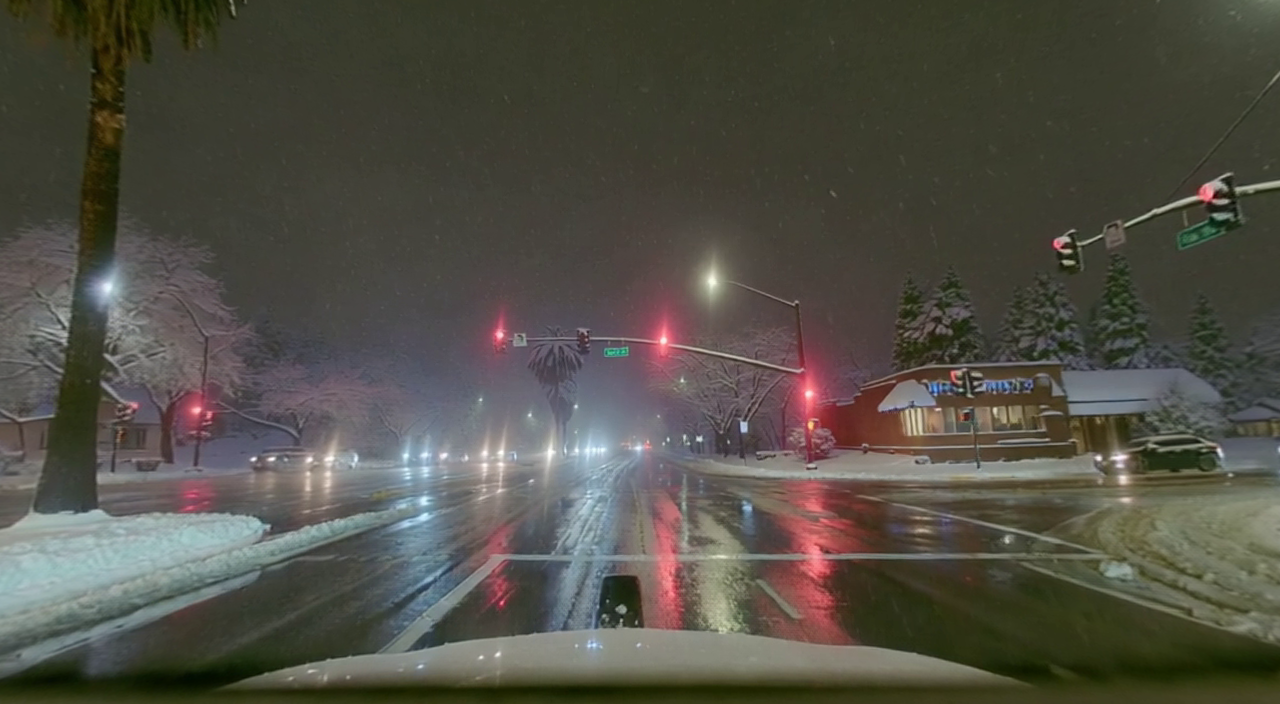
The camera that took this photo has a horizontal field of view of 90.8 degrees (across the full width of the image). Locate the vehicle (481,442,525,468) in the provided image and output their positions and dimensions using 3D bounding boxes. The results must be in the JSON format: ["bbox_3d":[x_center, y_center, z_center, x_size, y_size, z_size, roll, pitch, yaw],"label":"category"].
[{"bbox_3d":[-9.688,7.312,45.016,2.074,1.681,4.417,0,-9,1],"label":"vehicle"}]

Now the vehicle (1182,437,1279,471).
[{"bbox_3d":[27.407,4.599,28.488,4.625,1.451,1.801,1,-9,-9],"label":"vehicle"}]

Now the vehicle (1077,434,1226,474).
[{"bbox_3d":[22.243,4.446,27.640,4.533,1.676,2.236,0,-9,-1],"label":"vehicle"}]

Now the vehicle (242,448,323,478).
[{"bbox_3d":[-21.096,6.541,37.577,2.107,1.642,4.561,0,-9,1],"label":"vehicle"}]

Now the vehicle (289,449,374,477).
[{"bbox_3d":[-17.444,6.304,36.066,2.221,1.449,5.092,0,-9,1],"label":"vehicle"}]

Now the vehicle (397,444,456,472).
[{"bbox_3d":[-13.726,6.839,40.948,2.074,1.671,4.755,0,-9,1],"label":"vehicle"}]
